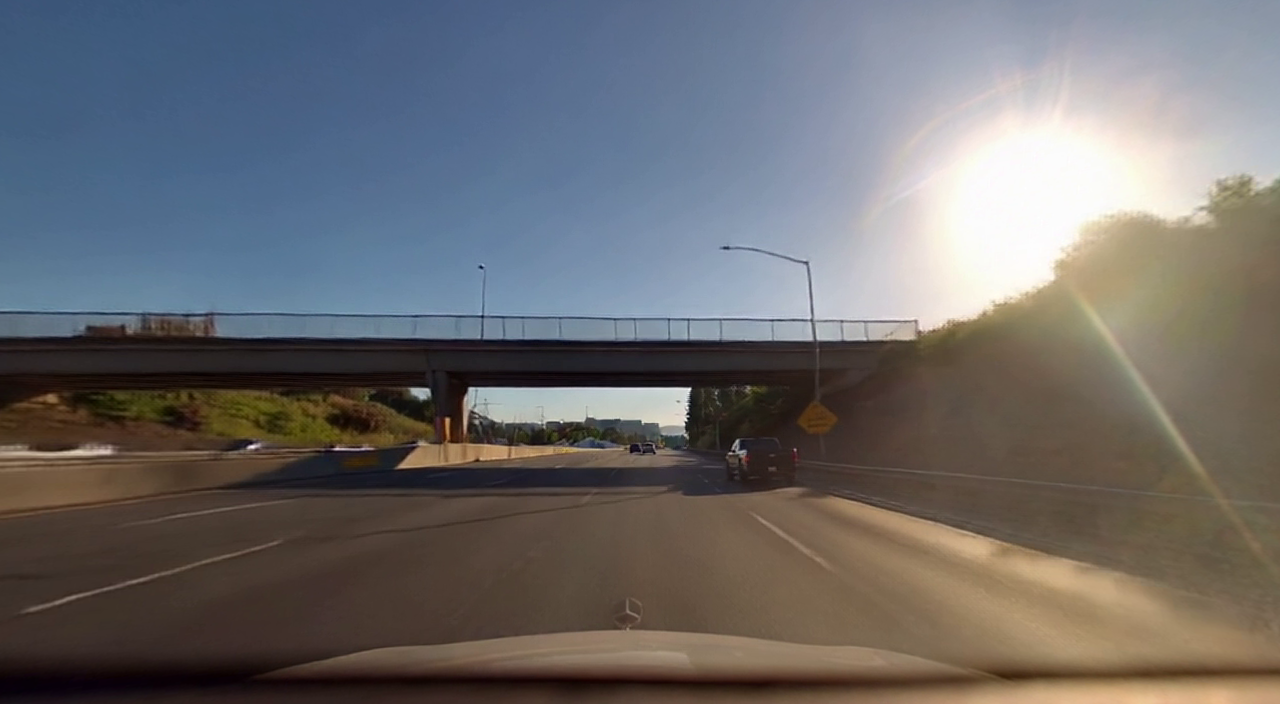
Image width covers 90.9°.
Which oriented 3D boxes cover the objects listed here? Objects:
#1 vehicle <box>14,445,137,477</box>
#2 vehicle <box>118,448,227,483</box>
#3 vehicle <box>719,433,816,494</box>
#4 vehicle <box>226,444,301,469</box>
[{"bbox_3d":[-27.245,5.244,30.663,1.890,1.450,4.280,0,-8,2],"label":"vehicle"},{"bbox_3d":[-20.150,4.885,27.369,1.788,1.380,3.674,0,-8,2],"label":"vehicle"},{"bbox_3d":[3.820,3.439,19.878,2.010,1.637,4.940,0,-8,0],"label":"vehicle"},{"bbox_3d":[-23.312,6.490,39.284,1.872,1.456,4.348,0,-8,2],"label":"vehicle"}]
